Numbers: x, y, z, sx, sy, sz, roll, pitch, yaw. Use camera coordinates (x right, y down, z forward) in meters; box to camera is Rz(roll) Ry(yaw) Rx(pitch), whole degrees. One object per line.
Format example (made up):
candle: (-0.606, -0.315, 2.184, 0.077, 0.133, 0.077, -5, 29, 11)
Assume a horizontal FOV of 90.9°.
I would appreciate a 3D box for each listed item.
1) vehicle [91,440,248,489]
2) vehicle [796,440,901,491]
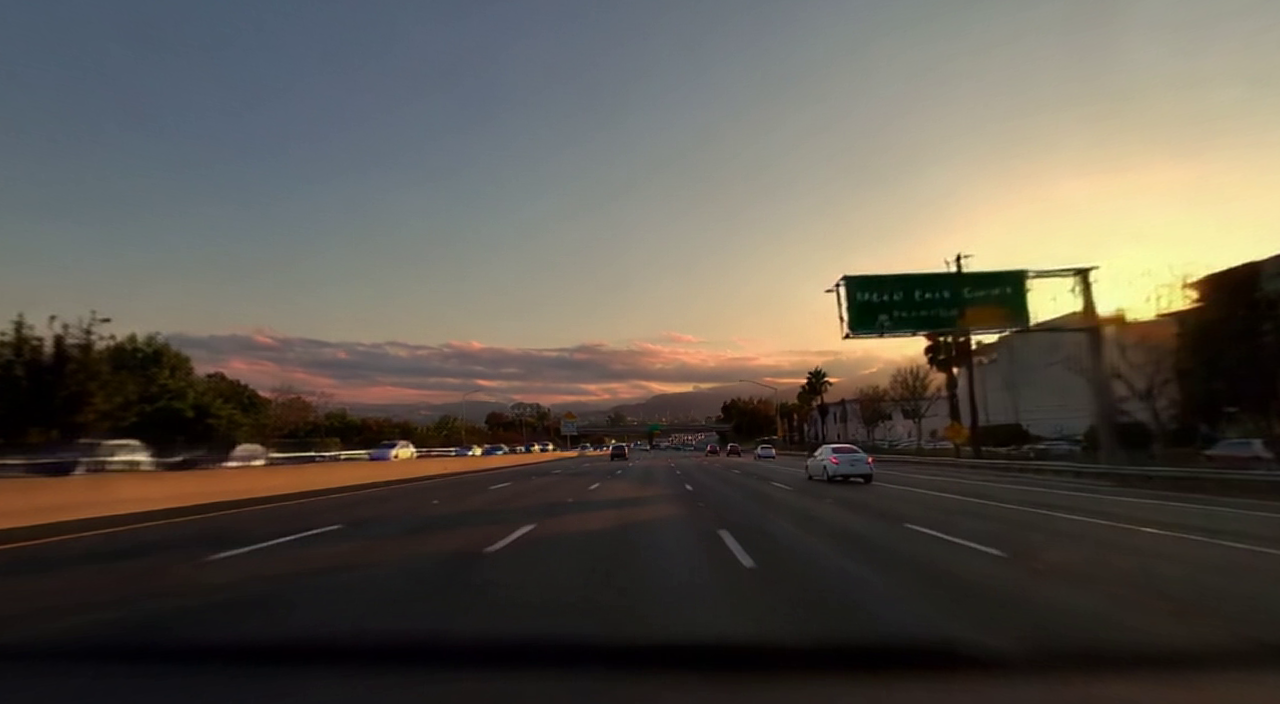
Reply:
vehicle: (-15.776, 3.778, 21.514, 1.884, 1.475, 4.400, -1, -8, 2)
vehicle: (7.002, 3.851, 21.762, 2.071, 1.543, 4.702, 0, -8, 1)
